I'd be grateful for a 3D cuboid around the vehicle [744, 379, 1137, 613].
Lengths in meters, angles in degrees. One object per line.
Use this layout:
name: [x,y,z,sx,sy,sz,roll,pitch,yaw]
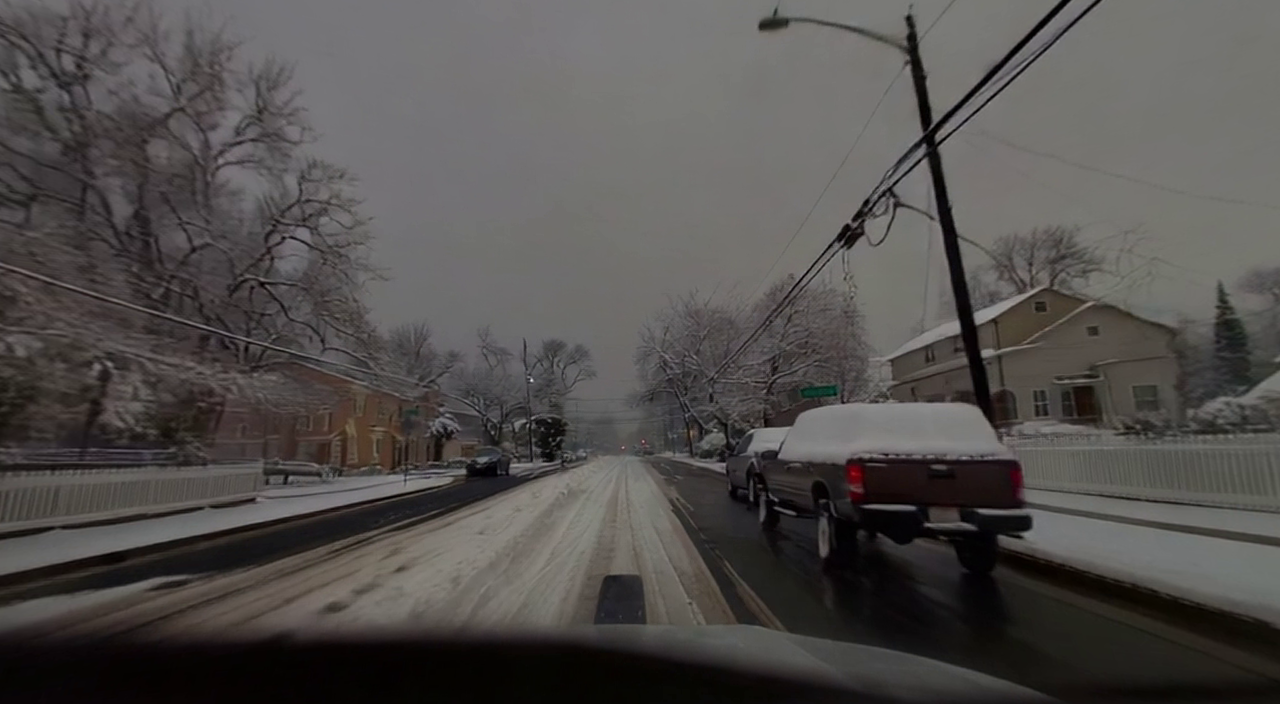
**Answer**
vehicle: [2.716,1.460,7.315,2.126,1.795,4.751,0,-9,-1]
